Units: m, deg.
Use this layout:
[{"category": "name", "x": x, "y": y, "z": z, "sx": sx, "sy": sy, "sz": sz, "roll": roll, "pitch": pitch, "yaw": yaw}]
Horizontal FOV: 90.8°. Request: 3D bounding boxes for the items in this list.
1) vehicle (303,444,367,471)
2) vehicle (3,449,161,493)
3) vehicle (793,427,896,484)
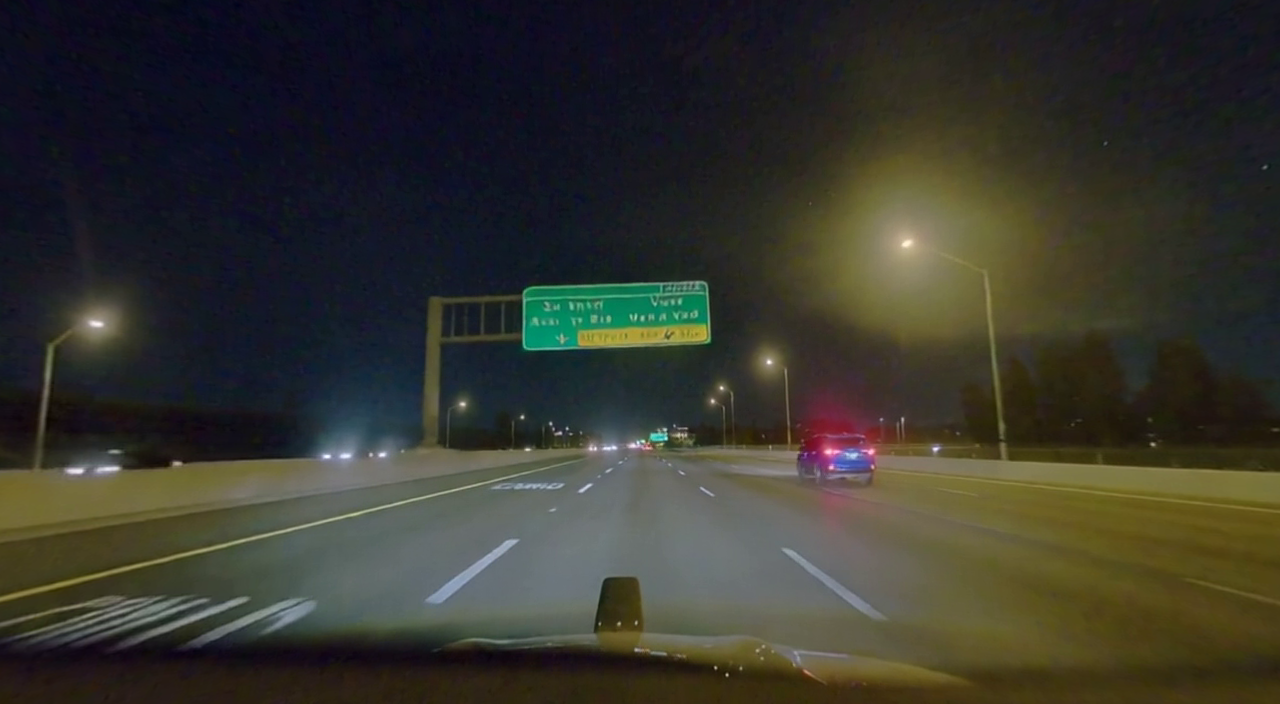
[{"category": "vehicle", "x": -21.715, "y": 7.477, "z": 45.197, "sx": 2.096, "sy": 1.815, "sz": 4.839, "roll": 0, "pitch": -8, "yaw": 0}, {"category": "vehicle", "x": -21.687, "y": 4.611, "z": 24.872, "sx": 1.895, "sy": 1.490, "sz": 4.731, "roll": 0, "pitch": -8, "yaw": 0}, {"category": "vehicle", "x": 7.415, "y": 3.803, "z": 23.479, "sx": 2.222, "sy": 1.899, "sz": 4.595, "roll": 0, "pitch": -8, "yaw": -1}]
